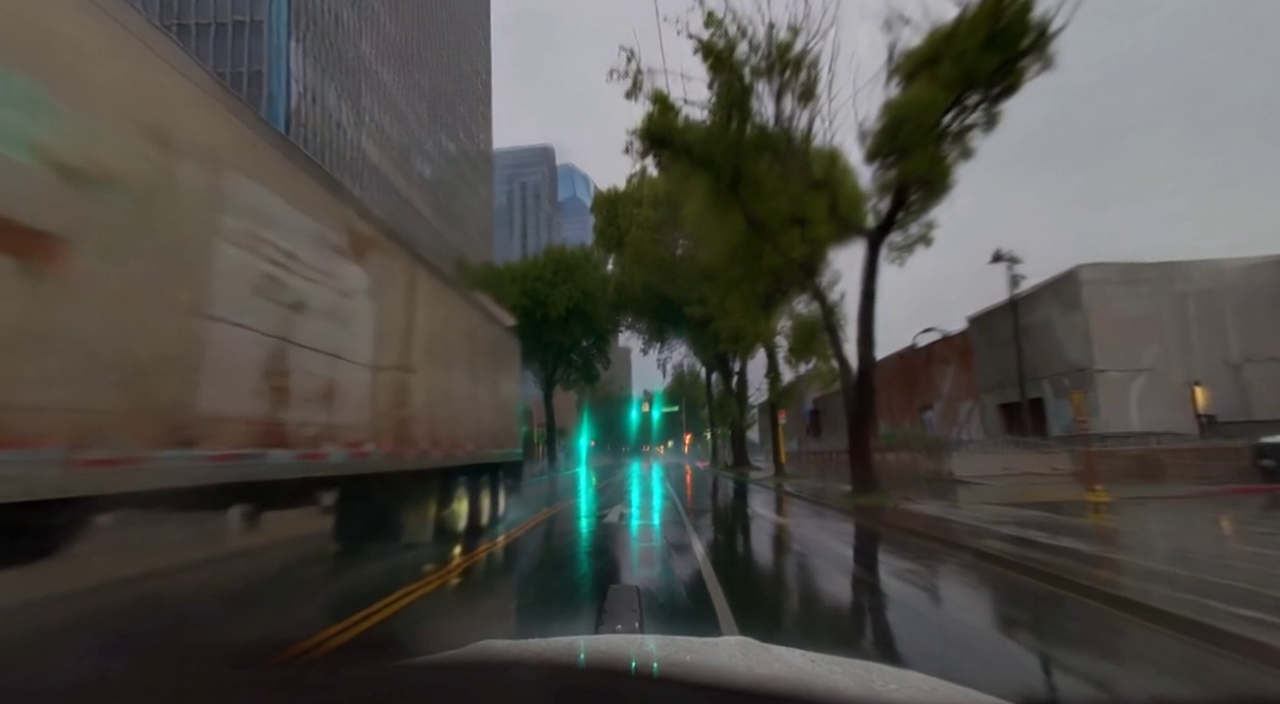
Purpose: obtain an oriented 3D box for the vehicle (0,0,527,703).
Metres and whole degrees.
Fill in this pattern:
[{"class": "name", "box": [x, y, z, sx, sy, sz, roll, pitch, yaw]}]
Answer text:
[{"class": "vehicle", "box": [-4.139, 0.232, 5.456, 3.160, 4.343, 15.392, -1, -9, 1]}]
